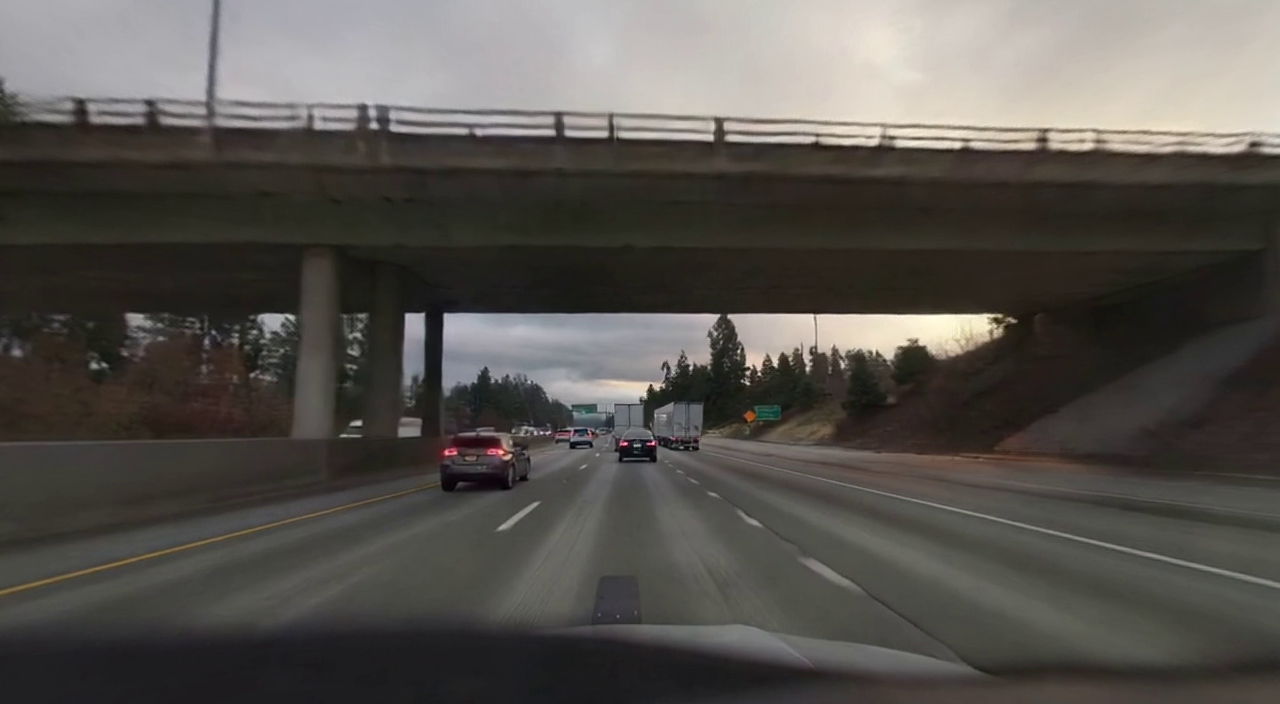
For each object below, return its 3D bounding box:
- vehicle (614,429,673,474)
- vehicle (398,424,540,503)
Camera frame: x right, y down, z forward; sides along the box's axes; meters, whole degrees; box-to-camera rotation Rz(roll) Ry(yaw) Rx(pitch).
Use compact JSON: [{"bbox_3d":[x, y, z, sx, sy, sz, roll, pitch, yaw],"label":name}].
[{"bbox_3d":[0.071,3.711,23.710,2.059,1.522,3.693,0,-8,-2],"label":"vehicle"},{"bbox_3d":[-3.715,2.500,14.700,1.979,1.527,4.754,0,-8,0],"label":"vehicle"}]
